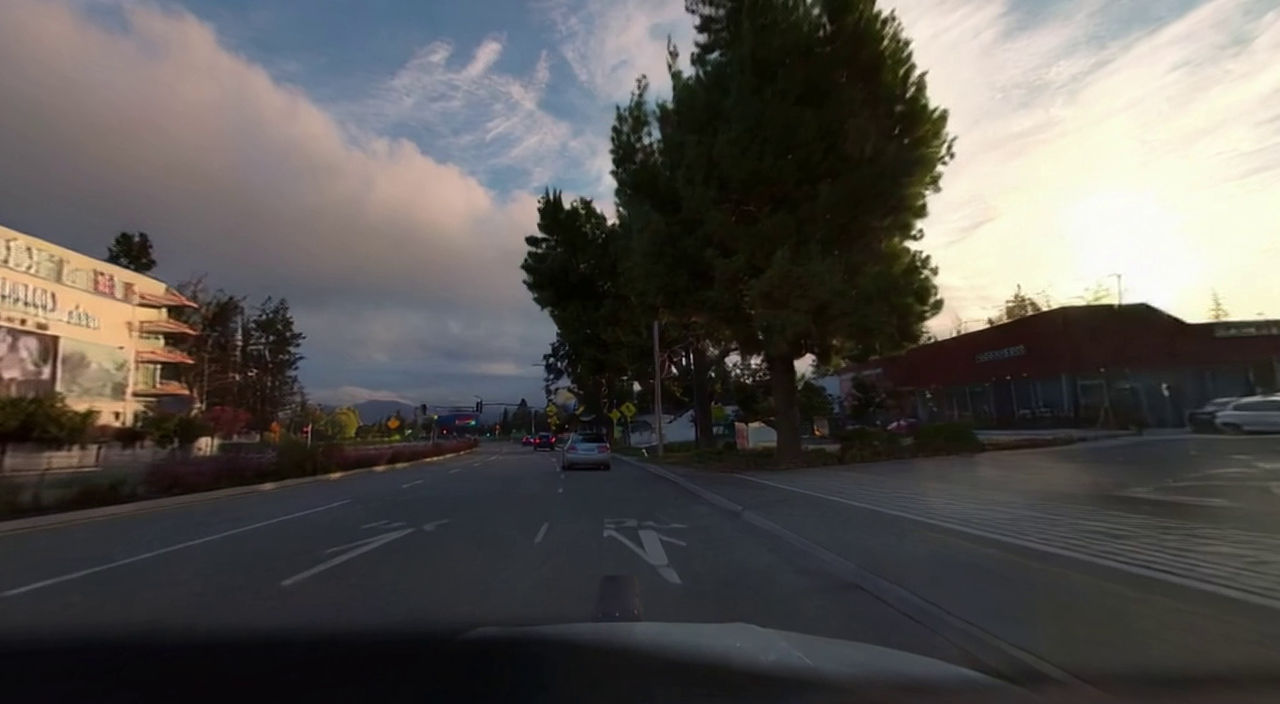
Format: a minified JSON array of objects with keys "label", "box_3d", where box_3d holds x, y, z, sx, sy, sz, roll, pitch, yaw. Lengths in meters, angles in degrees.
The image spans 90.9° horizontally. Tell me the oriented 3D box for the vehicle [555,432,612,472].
[{"label":"vehicle","box_3d":[-2.525,4.258,27.211,2.231,1.572,4.227,1,-8,-8]}]
